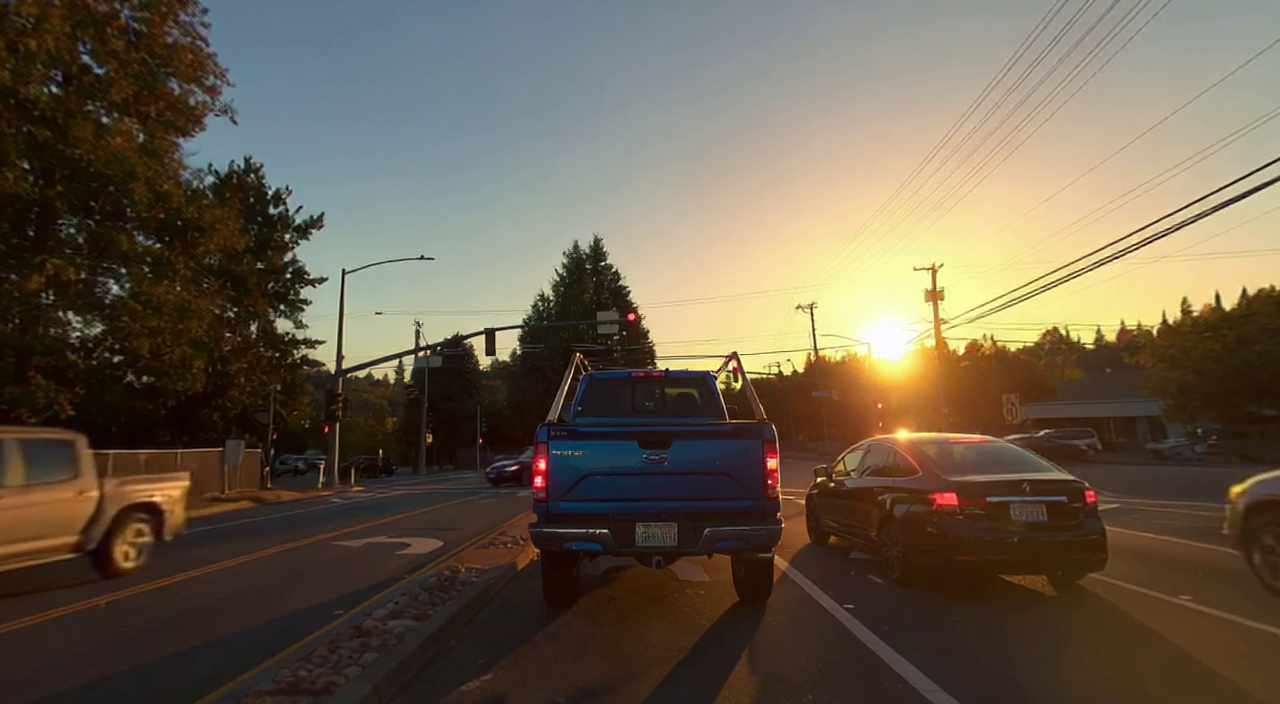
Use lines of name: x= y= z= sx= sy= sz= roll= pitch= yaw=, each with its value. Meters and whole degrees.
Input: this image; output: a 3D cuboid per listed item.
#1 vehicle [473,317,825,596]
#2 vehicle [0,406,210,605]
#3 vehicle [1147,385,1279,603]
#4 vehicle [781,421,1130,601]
vehicle: x=0.079 y=1.280 z=8.271 sx=2.831 sy=2.284 sz=6.149 roll=0 pitch=-8 yaw=0
vehicle: x=-7.634 y=1.583 z=6.611 sx=2.455 sy=1.971 sz=5.329 roll=0 pitch=-8 yaw=0
vehicle: x=6.118 y=1.000 z=4.095 sx=1.982 sy=1.727 sz=4.352 roll=0 pitch=-8 yaw=0
vehicle: x=3.105 y=1.639 z=7.379 sx=1.993 sy=1.495 sz=4.060 roll=0 pitch=-8 yaw=0
